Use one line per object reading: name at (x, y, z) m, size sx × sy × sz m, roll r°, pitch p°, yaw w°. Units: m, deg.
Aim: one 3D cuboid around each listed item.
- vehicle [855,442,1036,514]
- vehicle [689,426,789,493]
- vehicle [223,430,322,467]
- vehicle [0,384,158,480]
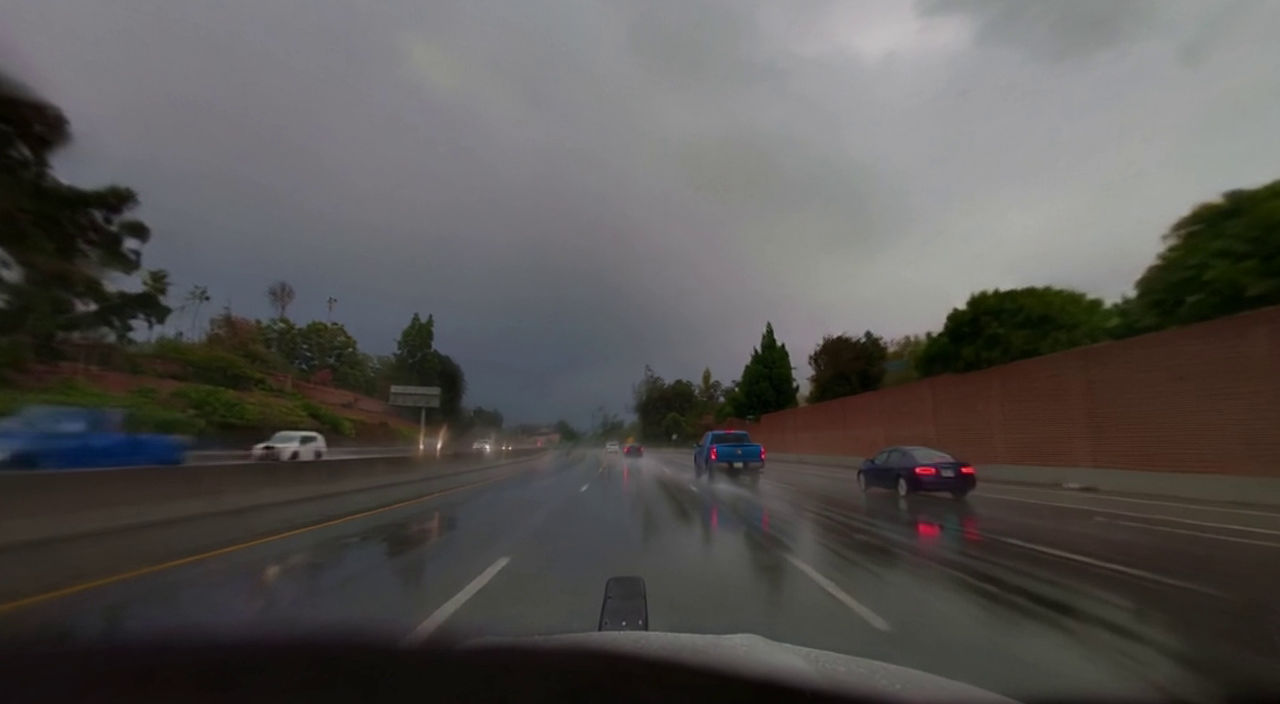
vehicle at (7.332, 3.036, 15.890) m, size 1.976 × 1.485 × 4.925 m, roll 0°, pitch -8°, yaw -2°
vehicle at (3.157, 3.599, 21.513) m, size 2.374 × 1.952 × 5.431 m, roll 0°, pitch -8°, yaw -2°
vehicle at (-17.711, 4.669, 30.667) m, size 2.118 × 1.616 × 4.575 m, roll 0°, pitch -8°, yaw -1°
vehicle at (-14.171, 1.805, 14.010) m, size 2.324 × 1.948 × 5.784 m, roll 0°, pitch -8°, yaw 0°
